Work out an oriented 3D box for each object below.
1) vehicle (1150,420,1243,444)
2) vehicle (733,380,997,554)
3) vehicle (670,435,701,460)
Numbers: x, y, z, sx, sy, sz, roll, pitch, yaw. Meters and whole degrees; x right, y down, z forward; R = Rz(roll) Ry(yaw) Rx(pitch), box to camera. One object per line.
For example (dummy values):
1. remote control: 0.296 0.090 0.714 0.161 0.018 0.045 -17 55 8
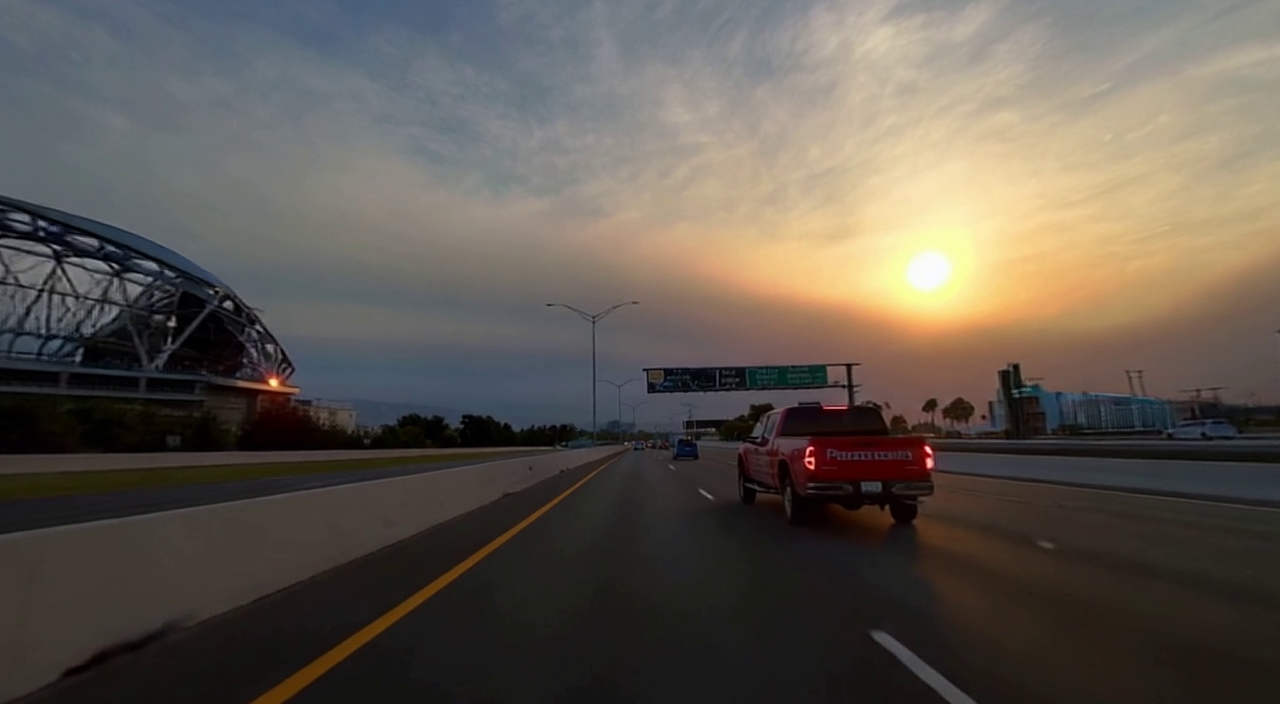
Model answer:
1. vehicle: 41.227 6.009 47.015 2.086 1.693 5.339 0 -8 0
2. vehicle: 3.006 1.699 9.938 2.199 2.002 4.970 0 -8 -1
3. vehicle: 3.302 7.010 46.404 1.973 1.774 4.092 0 -8 0
